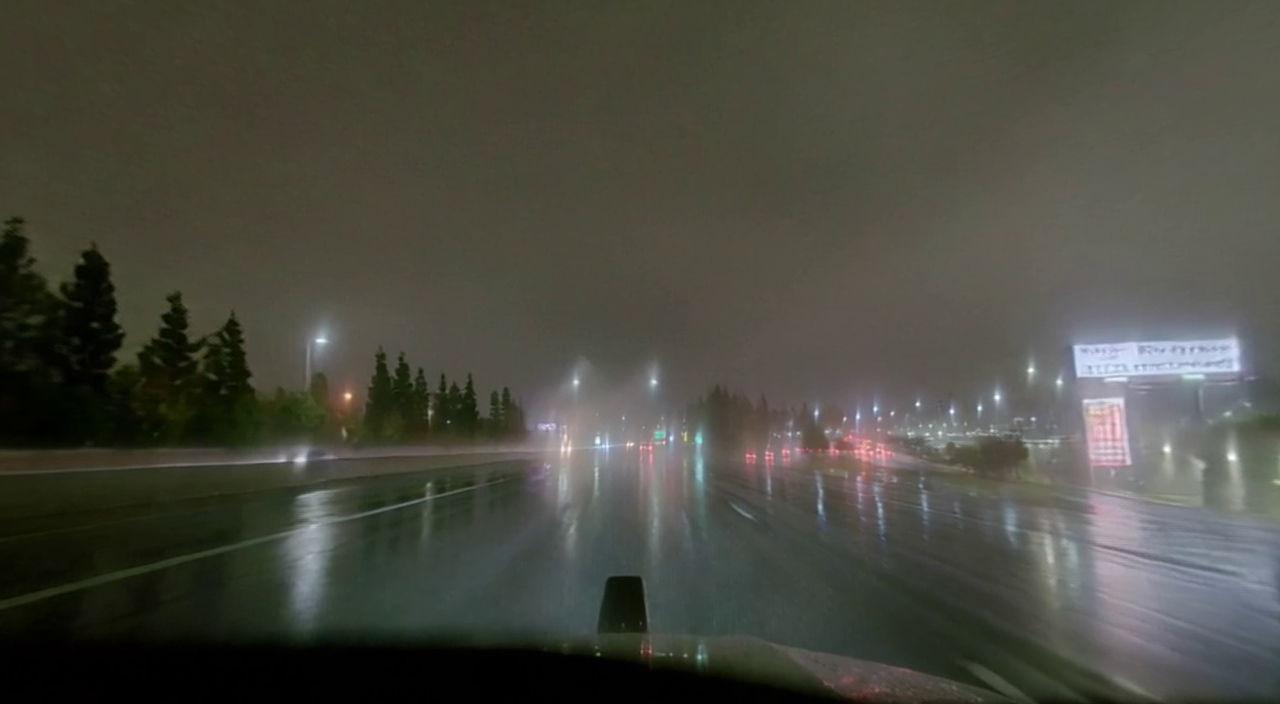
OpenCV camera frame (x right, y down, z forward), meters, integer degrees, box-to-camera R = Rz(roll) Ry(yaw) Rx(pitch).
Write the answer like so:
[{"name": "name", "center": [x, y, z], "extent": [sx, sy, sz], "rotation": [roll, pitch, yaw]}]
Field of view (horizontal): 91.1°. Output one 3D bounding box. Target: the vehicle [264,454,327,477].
[{"name": "vehicle", "center": [-24.459, 8.051, 44.806], "extent": [1.918, 1.465, 4.515], "rotation": [0, -9, 0]}]
